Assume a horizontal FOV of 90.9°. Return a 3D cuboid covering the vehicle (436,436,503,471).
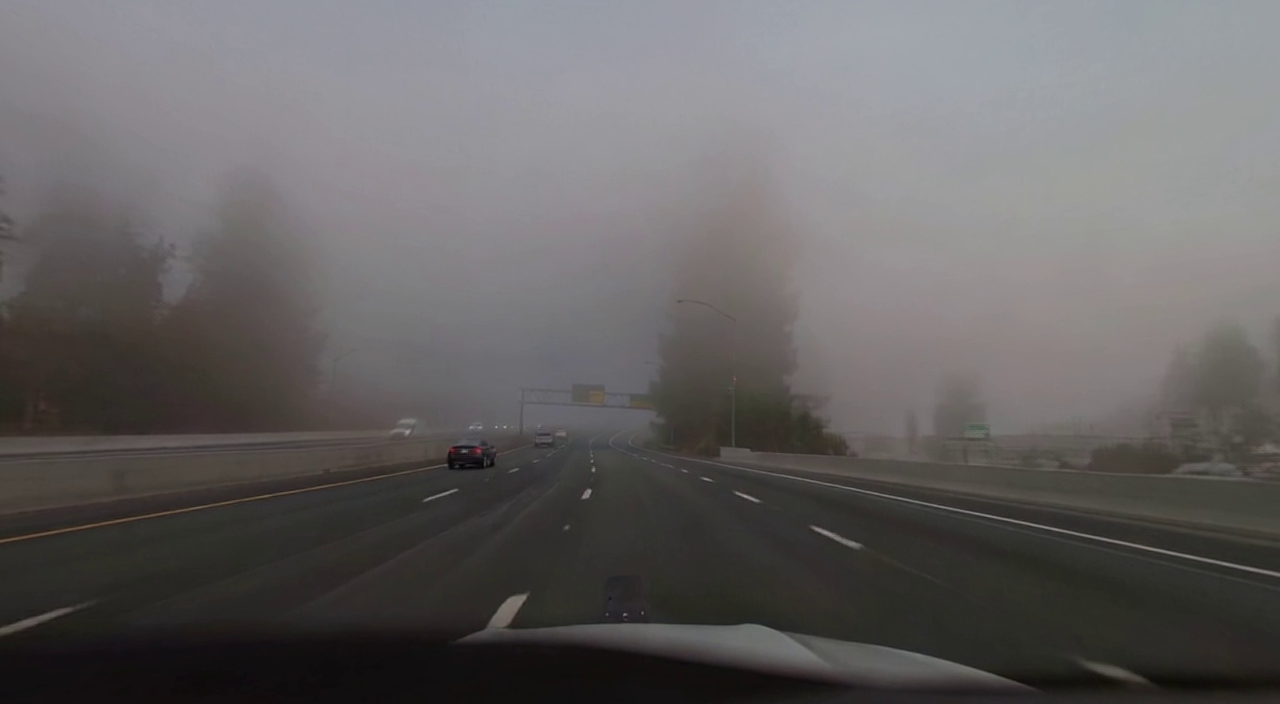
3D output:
[{"bbox_3d":[-7.872,4.705,29.573,2.025,1.494,4.495,0,-8,-2],"label":"vehicle"}]
